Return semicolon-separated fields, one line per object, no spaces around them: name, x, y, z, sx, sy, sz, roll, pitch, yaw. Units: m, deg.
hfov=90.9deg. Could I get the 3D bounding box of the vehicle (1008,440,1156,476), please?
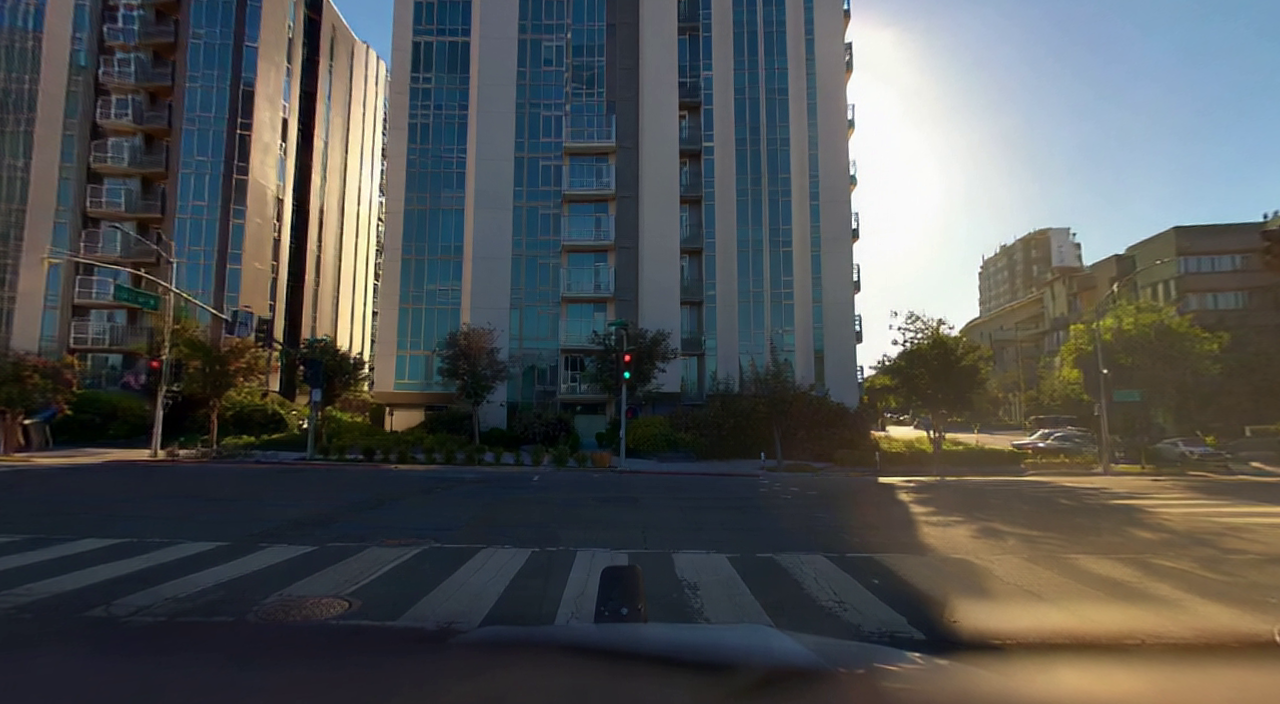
vehicle;18.592;4.466;26.681;4.823;1.458;1.914;0;-9;-1
